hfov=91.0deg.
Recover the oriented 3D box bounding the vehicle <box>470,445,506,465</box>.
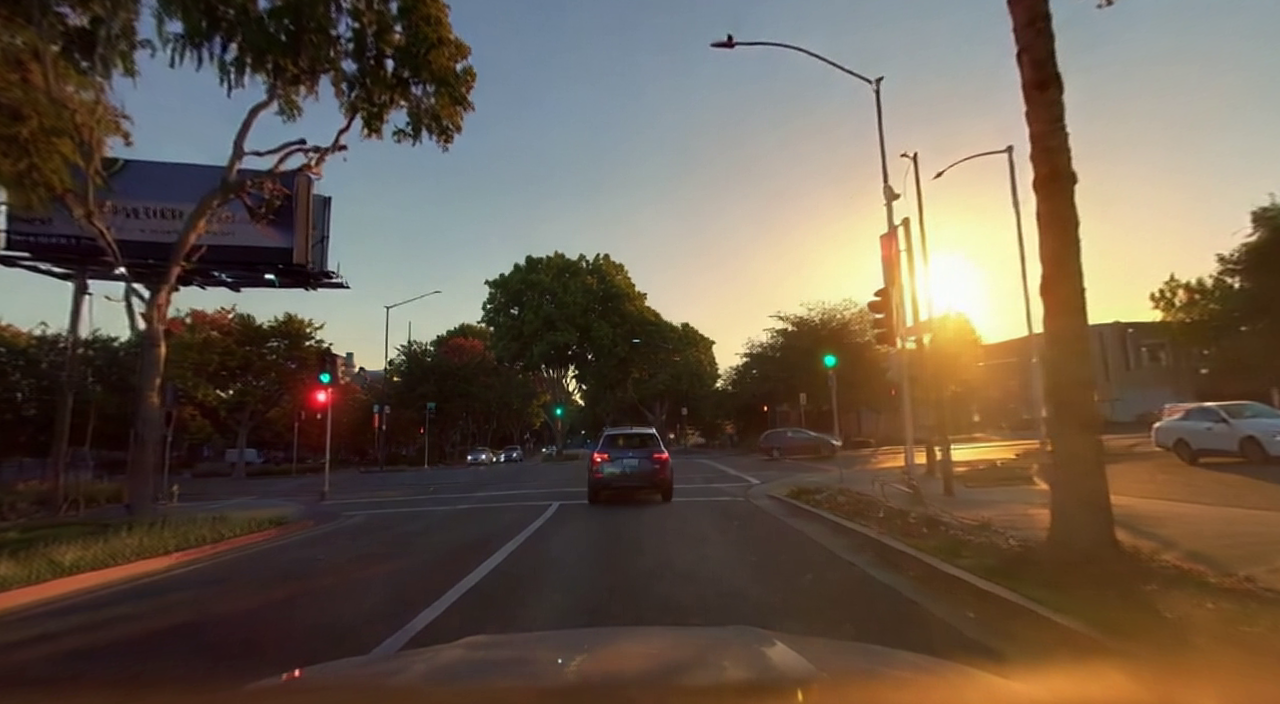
[{"bbox_3d":[-11.761,7.987,48.982,1.989,1.403,4.331,0,-8,-3],"label":"vehicle"}]

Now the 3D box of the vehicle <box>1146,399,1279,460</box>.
[{"bbox_3d":[15.965,2.037,16.432,3.750,1.502,1.781,-2,-8,14],"label":"vehicle"}]

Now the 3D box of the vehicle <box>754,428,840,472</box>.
[{"bbox_3d":[6.243,3.824,24.858,3.403,1.602,1.716,7,-11,-44],"label":"vehicle"}]

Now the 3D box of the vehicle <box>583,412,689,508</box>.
[{"bbox_3d":[-0.152,2.463,14.743,2.142,1.904,3.816,0,-8,-2],"label":"vehicle"}]
